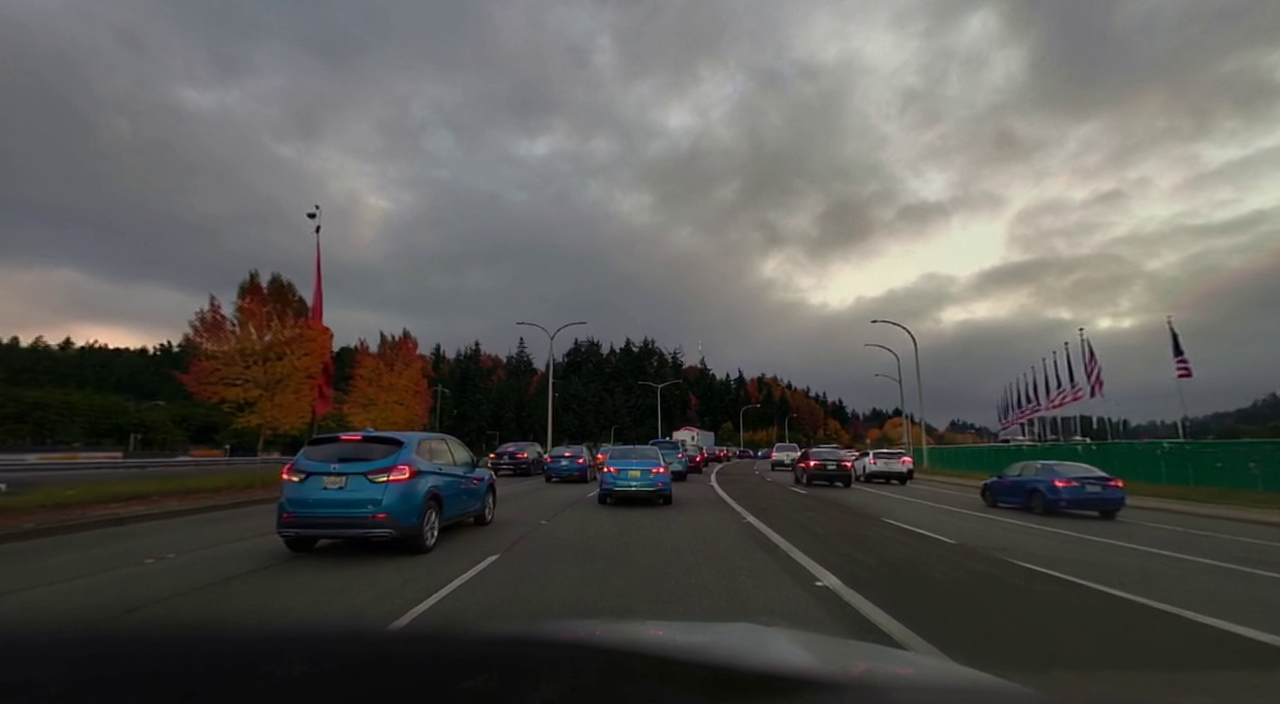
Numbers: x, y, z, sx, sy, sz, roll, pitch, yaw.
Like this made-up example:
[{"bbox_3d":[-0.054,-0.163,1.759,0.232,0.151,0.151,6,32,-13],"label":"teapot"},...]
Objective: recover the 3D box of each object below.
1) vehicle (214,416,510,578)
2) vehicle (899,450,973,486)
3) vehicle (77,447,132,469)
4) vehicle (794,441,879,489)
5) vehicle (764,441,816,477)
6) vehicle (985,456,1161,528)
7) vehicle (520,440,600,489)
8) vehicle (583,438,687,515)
[{"bbox_3d":[-3.321,1.823,8.682,1.988,1.635,4.260,0,-9,2],"label":"vehicle"},{"bbox_3d":[15.717,6.159,33.698,2.087,1.745,4.673,0,-9,6],"label":"vehicle"},{"bbox_3d":[-39.890,7.847,46.893,3.667,1.465,1.735,-4,-6,24],"label":"vehicle"},{"bbox_3d":[7.020,4.066,22.977,1.944,1.544,4.301,0,-9,3],"label":"vehicle"},{"bbox_3d":[8.105,5.818,34.478,2.017,1.746,4.727,0,-9,4],"label":"vehicle"},{"bbox_3d":[10.594,3.401,15.798,1.749,1.481,3.808,0,-9,1],"label":"vehicle"},{"bbox_3d":[-2.764,4.037,22.922,1.974,1.549,4.603,0,-9,5],"label":"vehicle"},{"bbox_3d":[0.007,2.847,14.925,2.090,1.506,4.276,0,-9,3],"label":"vehicle"}]
